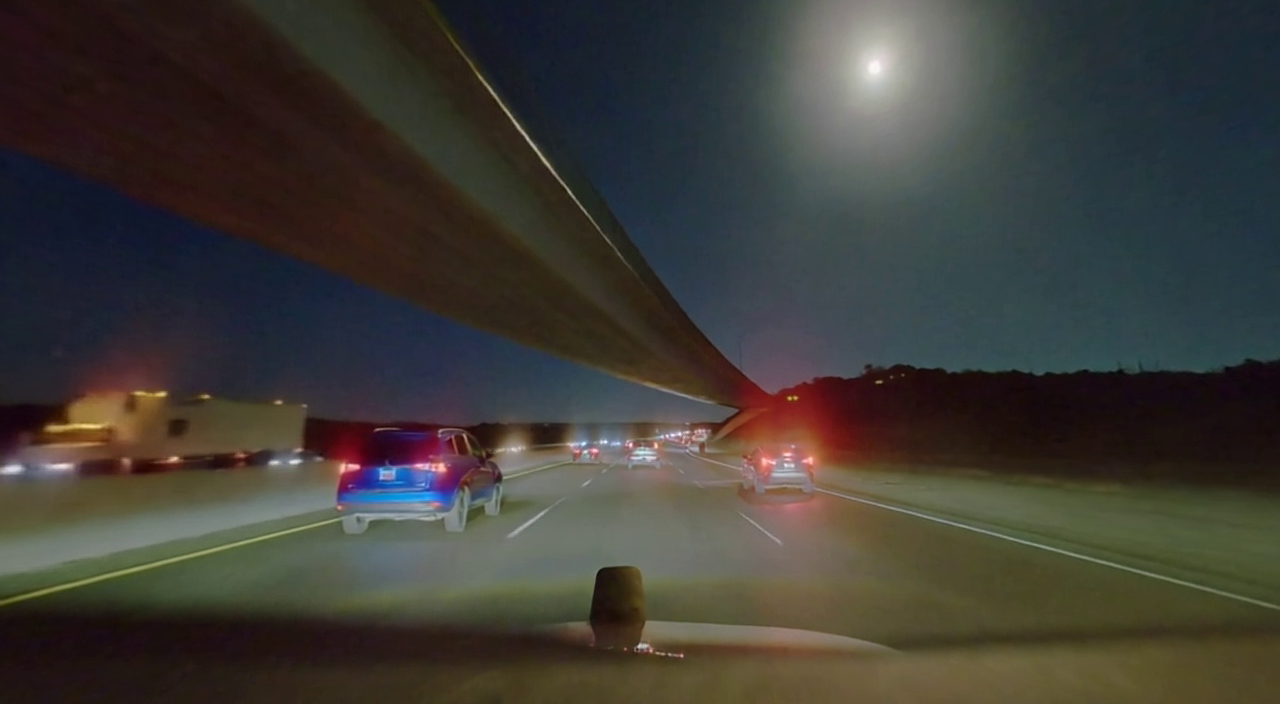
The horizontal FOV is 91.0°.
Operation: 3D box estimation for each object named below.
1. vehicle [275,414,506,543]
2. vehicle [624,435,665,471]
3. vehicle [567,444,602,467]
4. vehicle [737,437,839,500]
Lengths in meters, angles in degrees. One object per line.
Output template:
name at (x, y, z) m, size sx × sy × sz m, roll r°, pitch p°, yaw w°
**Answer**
vehicle at (-3.926, 2.090, 10.989) m, size 2.089 × 1.751 × 4.515 m, roll 0°, pitch -9°, yaw 1°
vehicle at (0.254, 5.653, 35.370) m, size 2.155 × 1.909 × 4.529 m, roll 0°, pitch -9°, yaw 0°
vehicle at (-3.860, 7.292, 44.480) m, size 1.994 × 1.475 × 4.171 m, roll 0°, pitch -9°, yaw 1°
vehicle at (4.002, 3.216, 17.709) m, size 1.959 × 1.554 × 3.795 m, roll 0°, pitch -9°, yaw 0°
